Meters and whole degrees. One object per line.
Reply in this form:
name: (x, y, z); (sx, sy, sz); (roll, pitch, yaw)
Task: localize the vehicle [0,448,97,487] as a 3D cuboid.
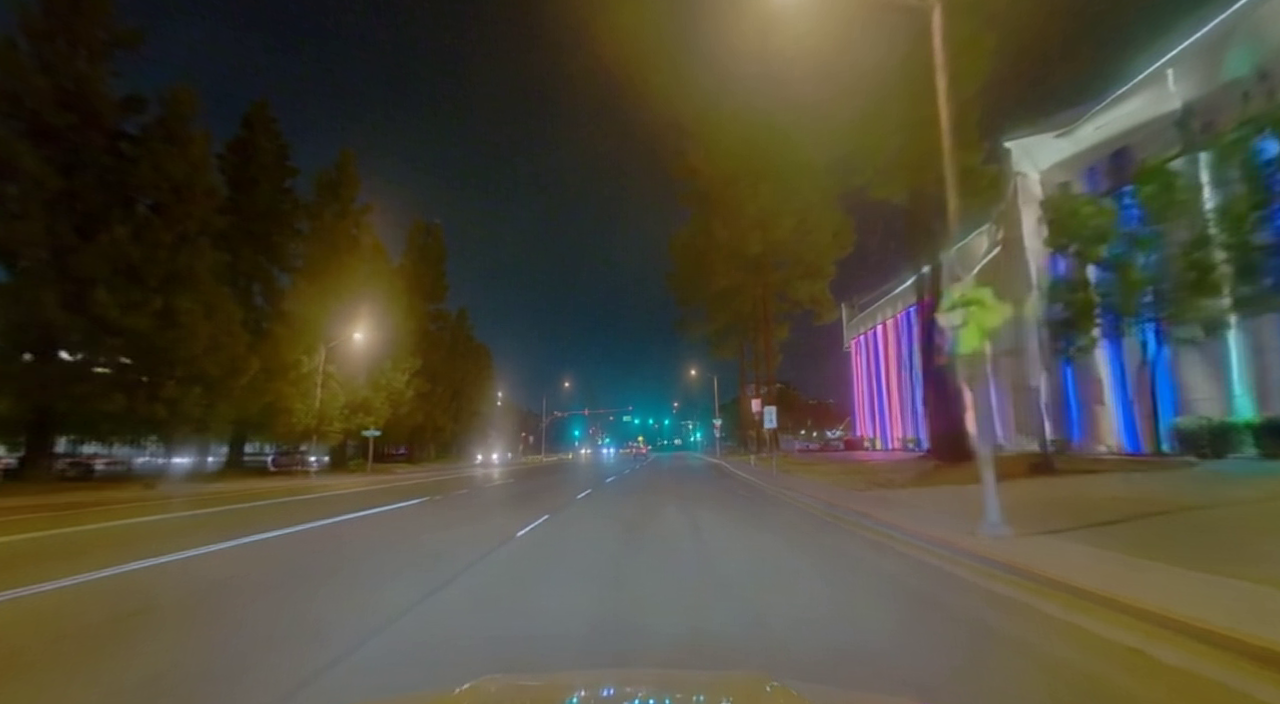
vehicle: (-27.786, 5.164, 28.305); (4.816, 1.655, 1.928); (0, -9, 2)

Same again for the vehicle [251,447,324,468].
vehicle: (-28.019, 8.382, 49.970); (4.692, 1.576, 1.864); (0, -9, -1)
